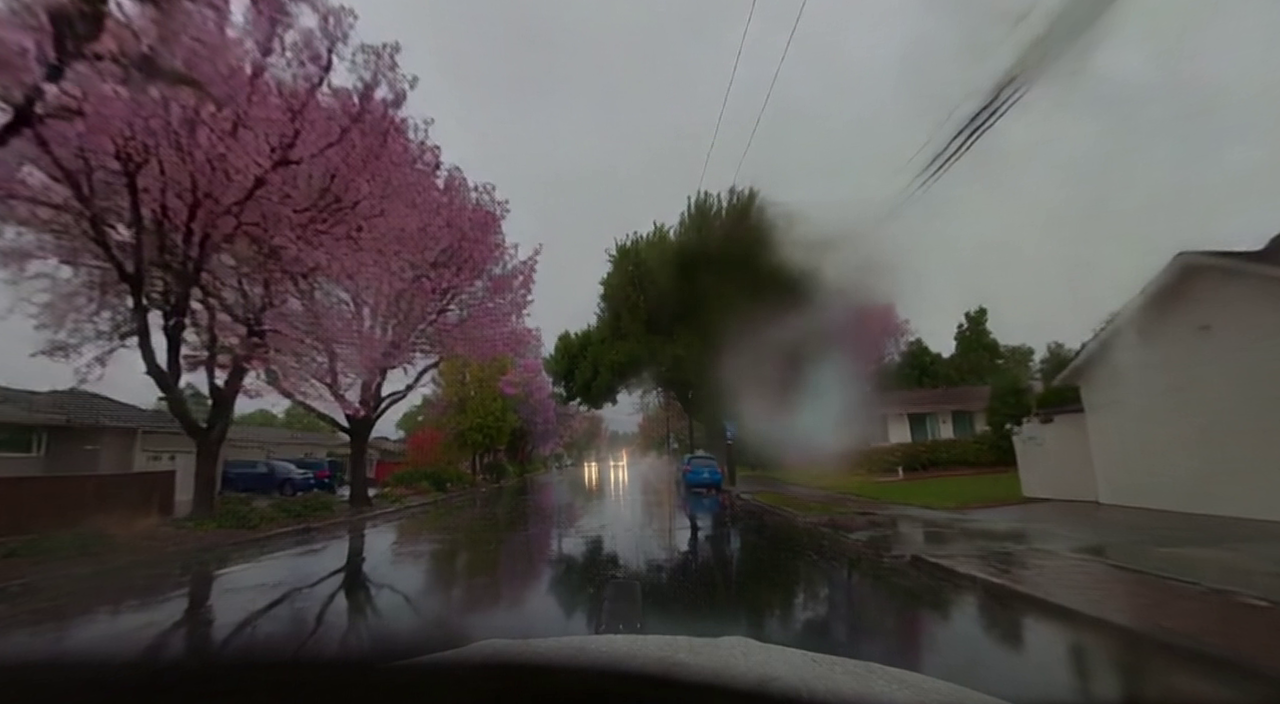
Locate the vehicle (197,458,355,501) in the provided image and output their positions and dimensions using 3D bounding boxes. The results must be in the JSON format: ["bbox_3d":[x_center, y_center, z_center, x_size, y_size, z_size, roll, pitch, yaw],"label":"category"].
[{"bbox_3d":[-16.717,5.864,29.284,5.902,1.796,2.183,0,-9,-3],"label":"vehicle"}]

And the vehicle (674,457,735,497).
[{"bbox_3d":[2.658,5.301,27.106,2.022,1.455,4.406,0,-9,-2],"label":"vehicle"}]
